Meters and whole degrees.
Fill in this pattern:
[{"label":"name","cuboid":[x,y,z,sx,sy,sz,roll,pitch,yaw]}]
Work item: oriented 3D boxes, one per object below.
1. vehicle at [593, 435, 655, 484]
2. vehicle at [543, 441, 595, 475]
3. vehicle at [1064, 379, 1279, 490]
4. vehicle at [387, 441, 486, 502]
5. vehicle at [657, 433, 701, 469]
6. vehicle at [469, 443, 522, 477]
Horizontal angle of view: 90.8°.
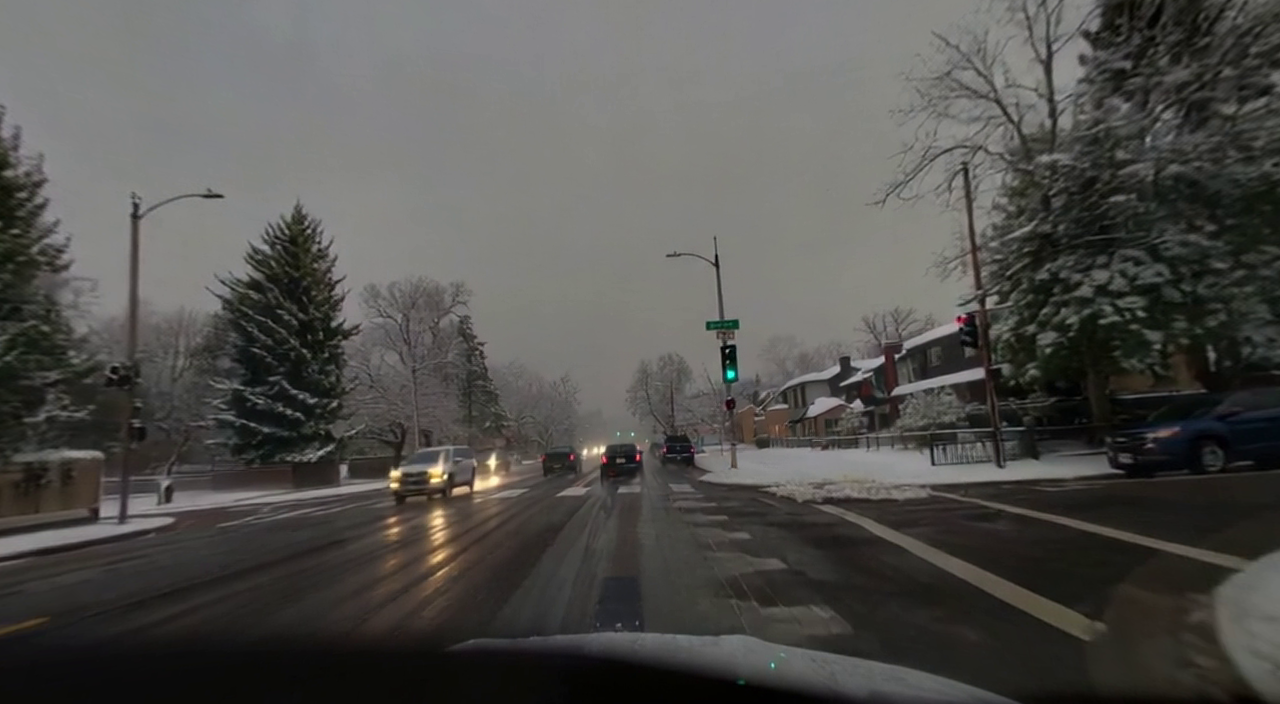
[{"label":"vehicle","cuboid":[-0.596,3.886,23.110,2.041,1.575,4.304,-1,-8,-2]},{"label":"vehicle","cuboid":[-3.388,5.166,31.006,2.117,1.528,4.277,-1,-8,0]},{"label":"vehicle","cuboid":[13.125,1.694,13.497,6.141,2.000,2.552,-3,-9,1]},{"label":"vehicle","cuboid":[-6.627,3.886,21.090,1.958,1.706,4.281,-3,-8,-1]},{"label":"vehicle","cuboid":[2.172,5.707,36.592,2.119,1.884,4.567,0,-8,-2]},{"label":"vehicle","cuboid":[-9.522,7.136,42.017,2.105,1.858,4.903,-7,-8,0]}]
